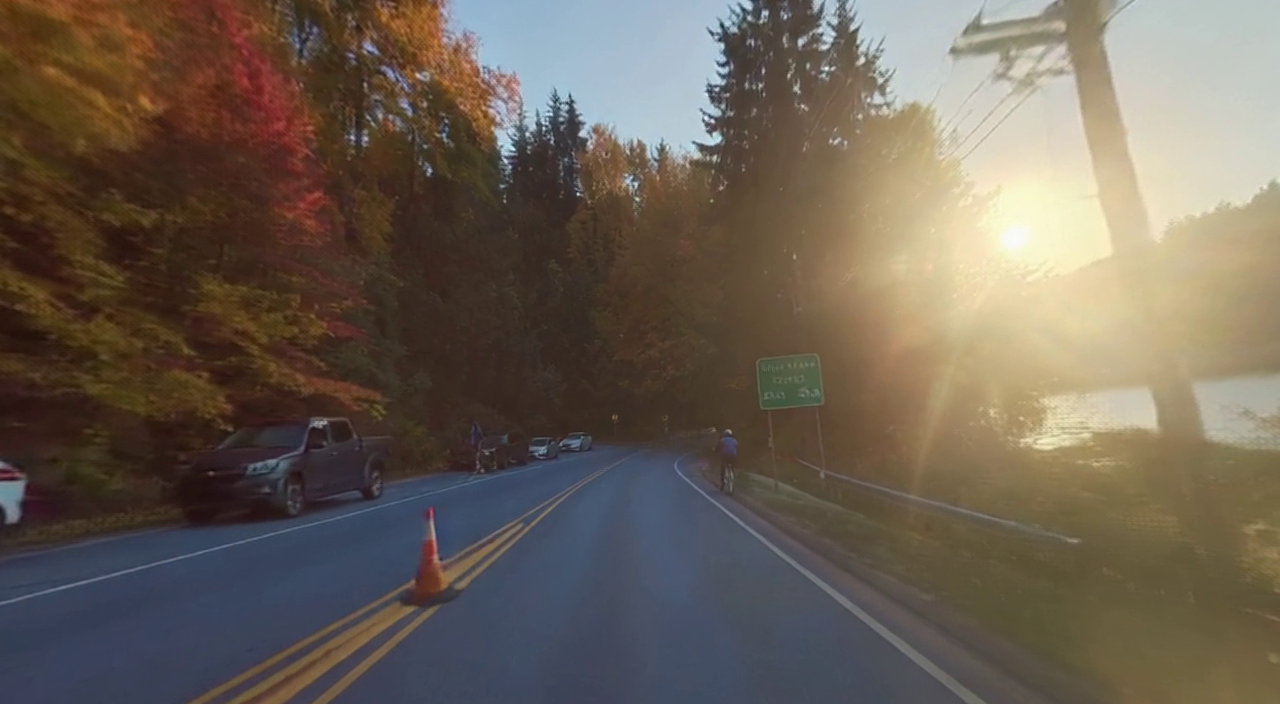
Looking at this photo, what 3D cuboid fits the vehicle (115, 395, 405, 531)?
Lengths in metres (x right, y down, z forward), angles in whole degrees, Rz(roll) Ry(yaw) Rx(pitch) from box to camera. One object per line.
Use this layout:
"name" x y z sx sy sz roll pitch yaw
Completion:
"vehicle" -7.208 2.217 13.109 2.312 2.075 5.748 -3 -9 2

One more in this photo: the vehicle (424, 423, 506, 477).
"vehicle" -7.236 4.119 26.615 1.955 1.908 4.680 -5 -9 1
